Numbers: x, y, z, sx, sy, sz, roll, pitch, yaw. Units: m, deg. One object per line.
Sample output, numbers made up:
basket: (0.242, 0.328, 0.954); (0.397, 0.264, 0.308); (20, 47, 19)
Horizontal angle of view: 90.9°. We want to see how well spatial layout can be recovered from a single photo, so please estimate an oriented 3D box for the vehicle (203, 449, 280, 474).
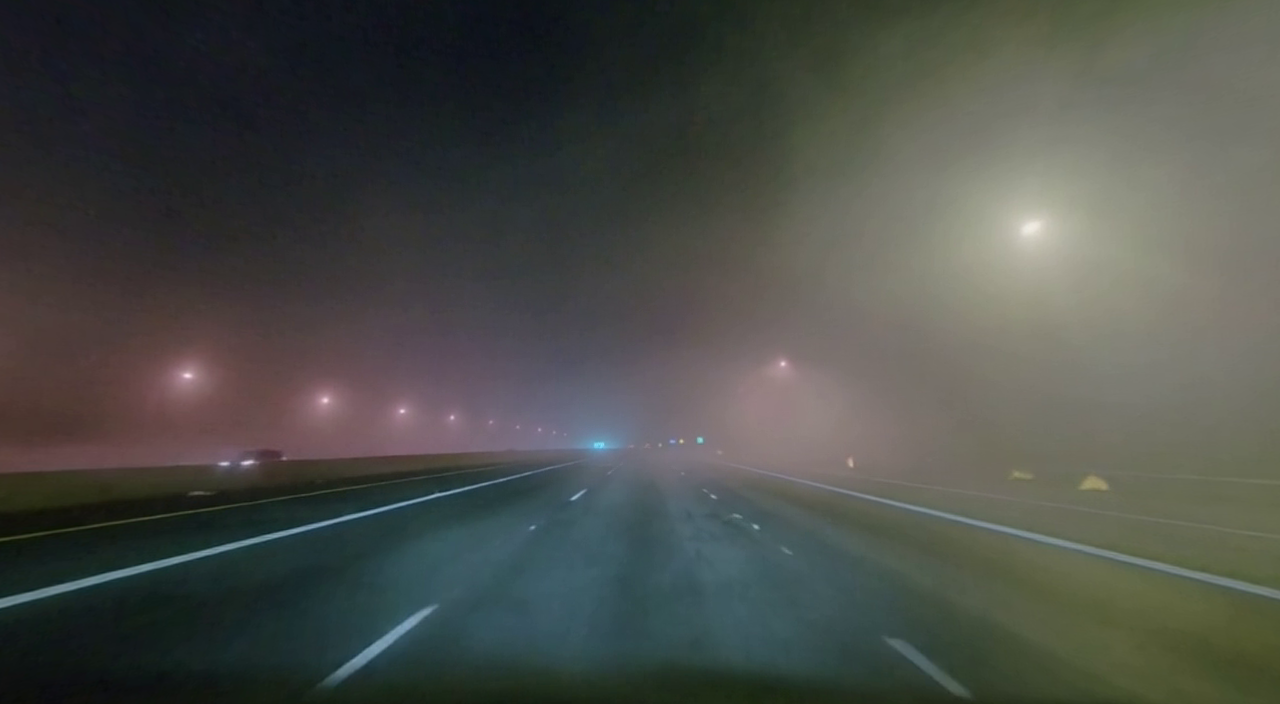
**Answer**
vehicle: (-28.146, 7.713, 44.800); (2.043, 1.641, 5.089); (0, -8, 1)
